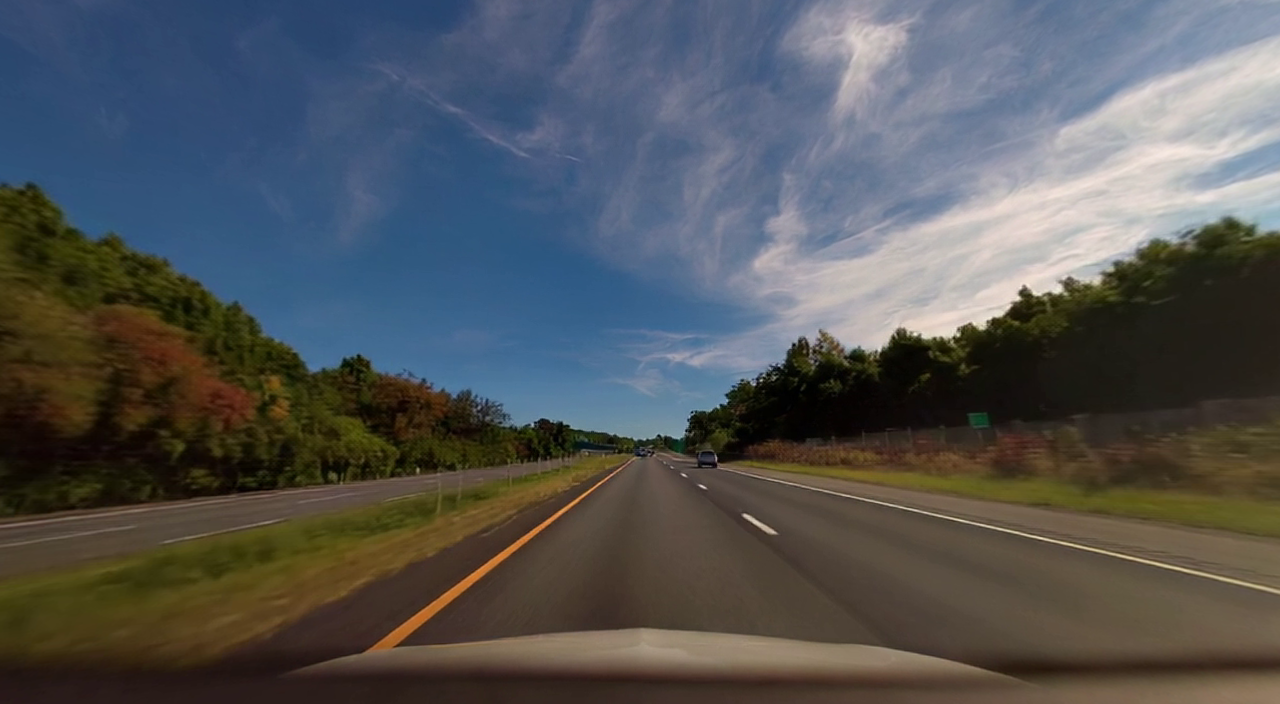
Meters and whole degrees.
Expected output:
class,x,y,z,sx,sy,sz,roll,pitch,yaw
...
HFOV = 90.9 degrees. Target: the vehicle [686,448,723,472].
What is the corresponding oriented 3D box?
class,x,y,z,sx,sy,sz,roll,pitch,yaw
vehicle,4.330,7.333,43.009,1.984,1.481,4.376,0,-9,0
